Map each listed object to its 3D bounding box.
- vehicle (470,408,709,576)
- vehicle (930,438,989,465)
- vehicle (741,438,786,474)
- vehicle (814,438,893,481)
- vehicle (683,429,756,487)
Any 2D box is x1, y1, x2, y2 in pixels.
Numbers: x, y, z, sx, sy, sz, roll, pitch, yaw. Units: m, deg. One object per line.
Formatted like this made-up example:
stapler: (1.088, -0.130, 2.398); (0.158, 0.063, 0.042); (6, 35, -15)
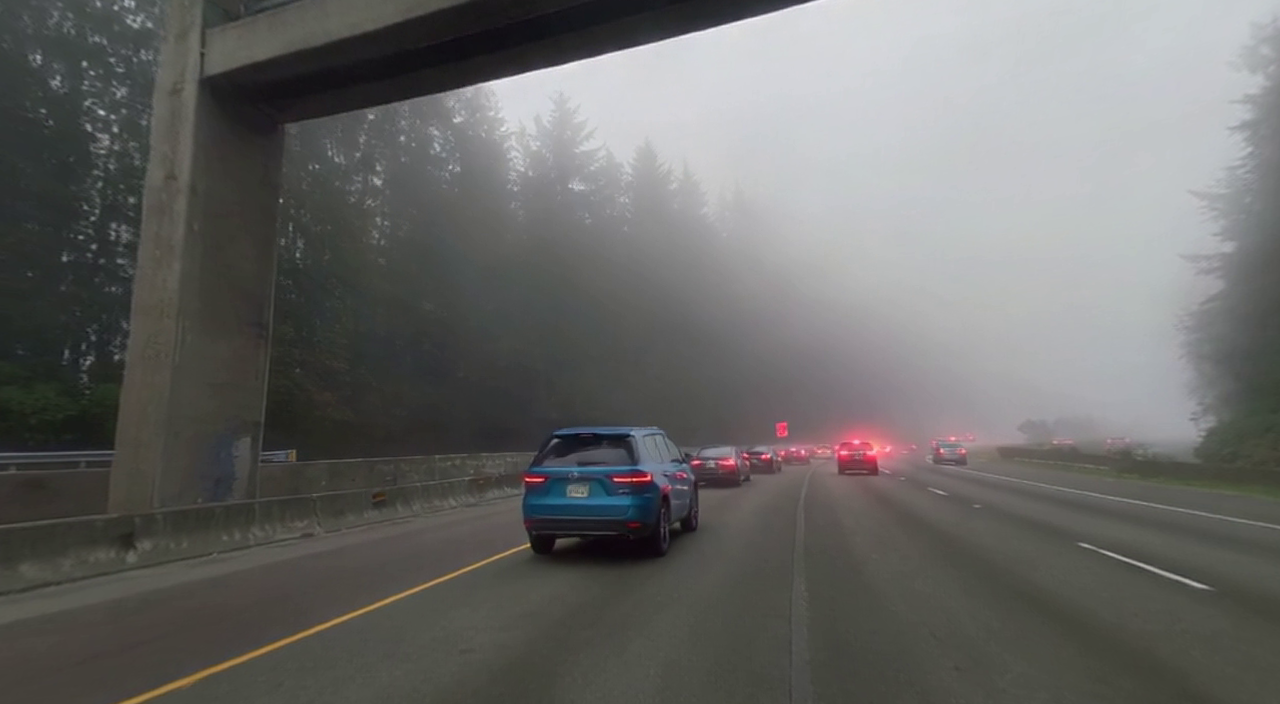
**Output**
vehicle: (-0.340, 1.700, 8.457); (2.021, 1.635, 4.085); (-2, -8, 13)
vehicle: (18.879, 5.904, 37.404); (1.990, 1.478, 4.475); (-2, -8, 13)
vehicle: (5.436, 4.547, 27.680); (1.755, 1.457, 3.686); (-2, -8, 11)
vehicle: (7.870, 3.969, 23.666); (1.962, 1.442, 4.536); (-1, -8, 8)
vehicle: (2.621, 3.357, 20.150); (2.017, 1.662, 3.543); (-2, -8, 11)
